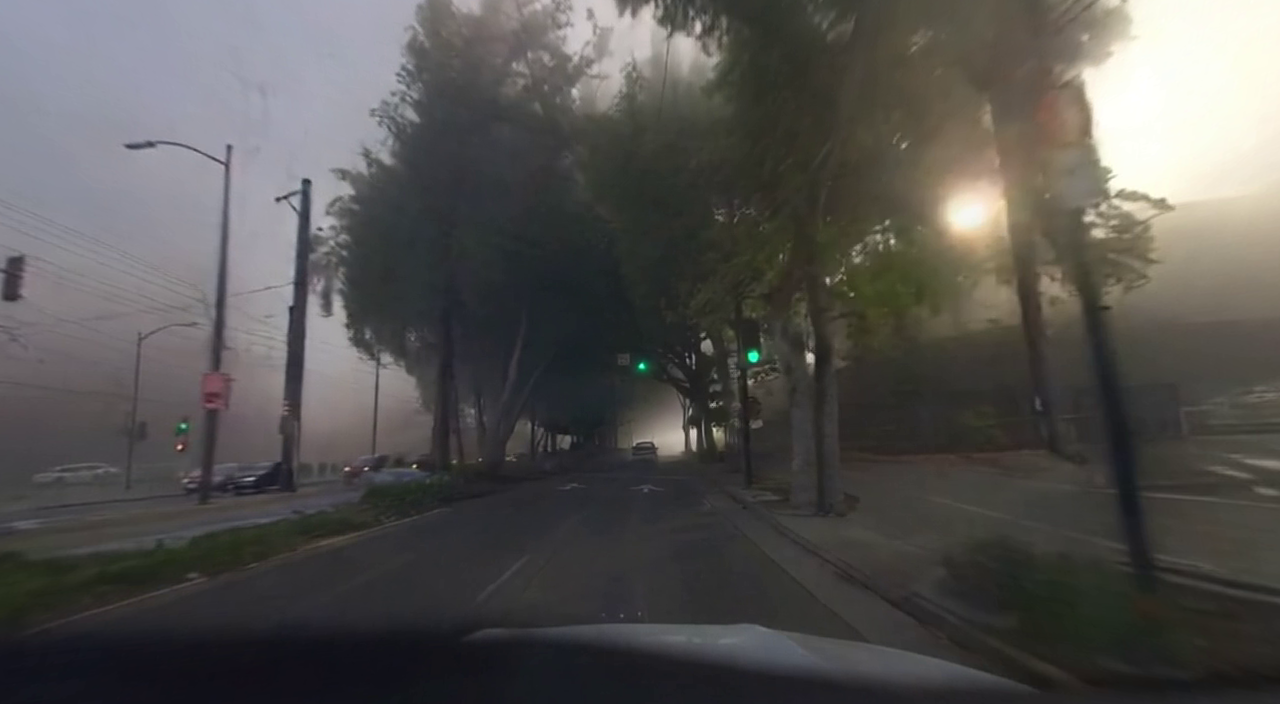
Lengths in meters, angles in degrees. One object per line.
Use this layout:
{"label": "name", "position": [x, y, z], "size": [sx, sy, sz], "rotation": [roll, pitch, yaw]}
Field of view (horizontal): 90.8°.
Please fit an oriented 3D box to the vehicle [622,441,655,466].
{"label": "vehicle", "position": [-0.168, 6.842, 42.873], "size": [2.105, 1.611, 3.750], "rotation": [0, -8, -2]}
